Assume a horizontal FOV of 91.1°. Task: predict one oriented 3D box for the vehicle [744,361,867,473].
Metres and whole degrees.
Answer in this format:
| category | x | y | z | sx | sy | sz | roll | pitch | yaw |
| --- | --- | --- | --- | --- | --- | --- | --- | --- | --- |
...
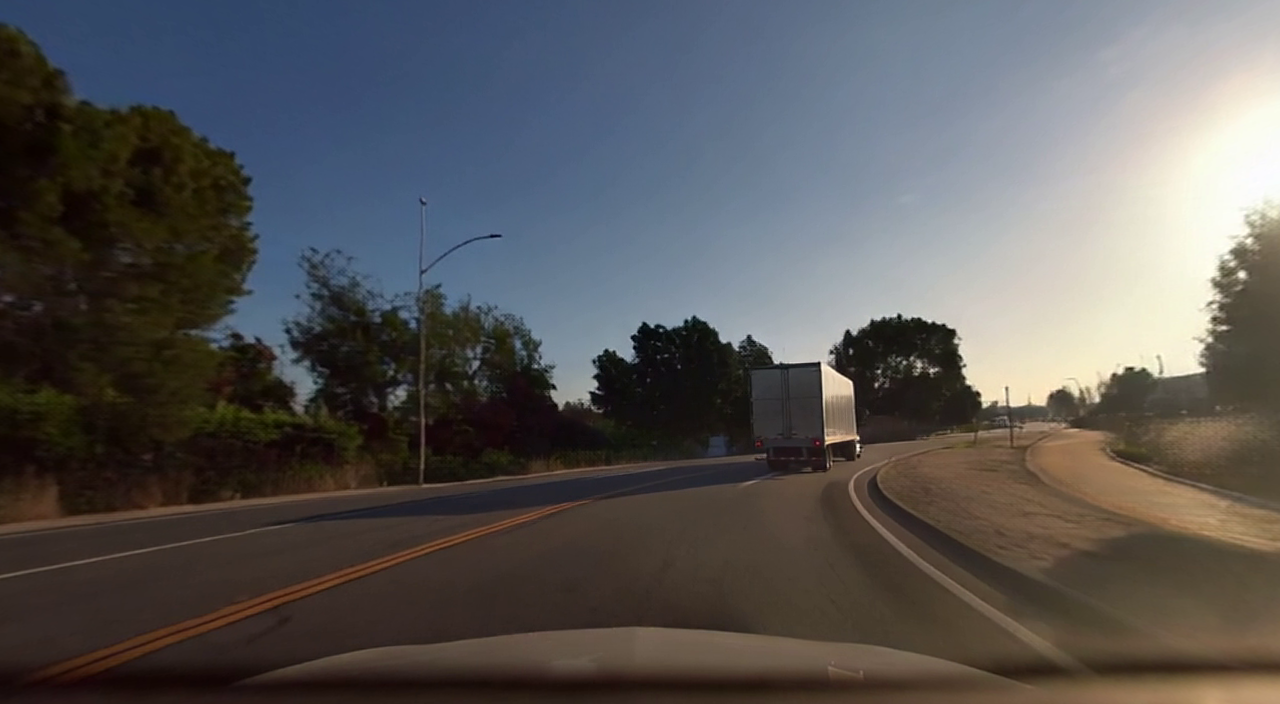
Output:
| category | x | y | z | sx | sy | sz | roll | pitch | yaw |
| --- | --- | --- | --- | --- | --- | --- | --- | --- | --- |
| vehicle | 7.281 | 2.874 | 26.223 | 2.837 | 3.712 | 10.484 | -4 | -9 | 26 |
